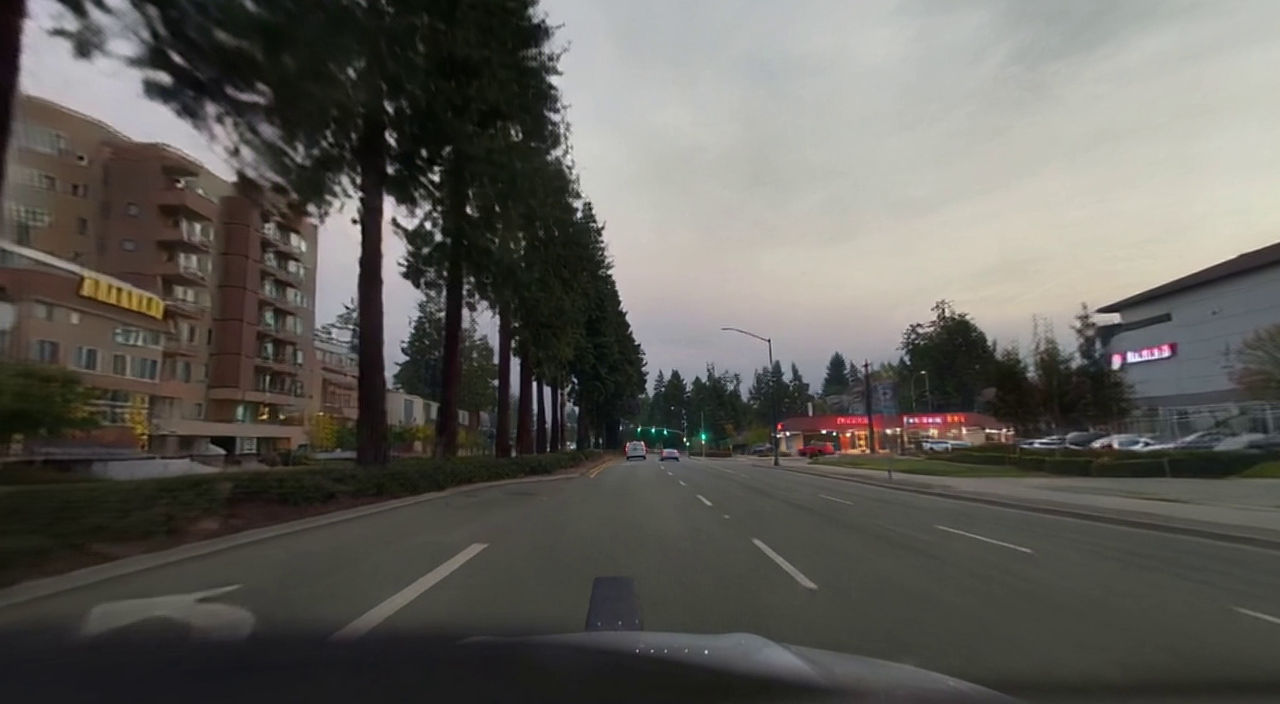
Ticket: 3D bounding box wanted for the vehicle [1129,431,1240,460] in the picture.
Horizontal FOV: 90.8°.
[{"bbox_3d":[34.538,5.938,40.193,2.054,1.684,4.845,6,-10,-33],"label":"vehicle"}]
